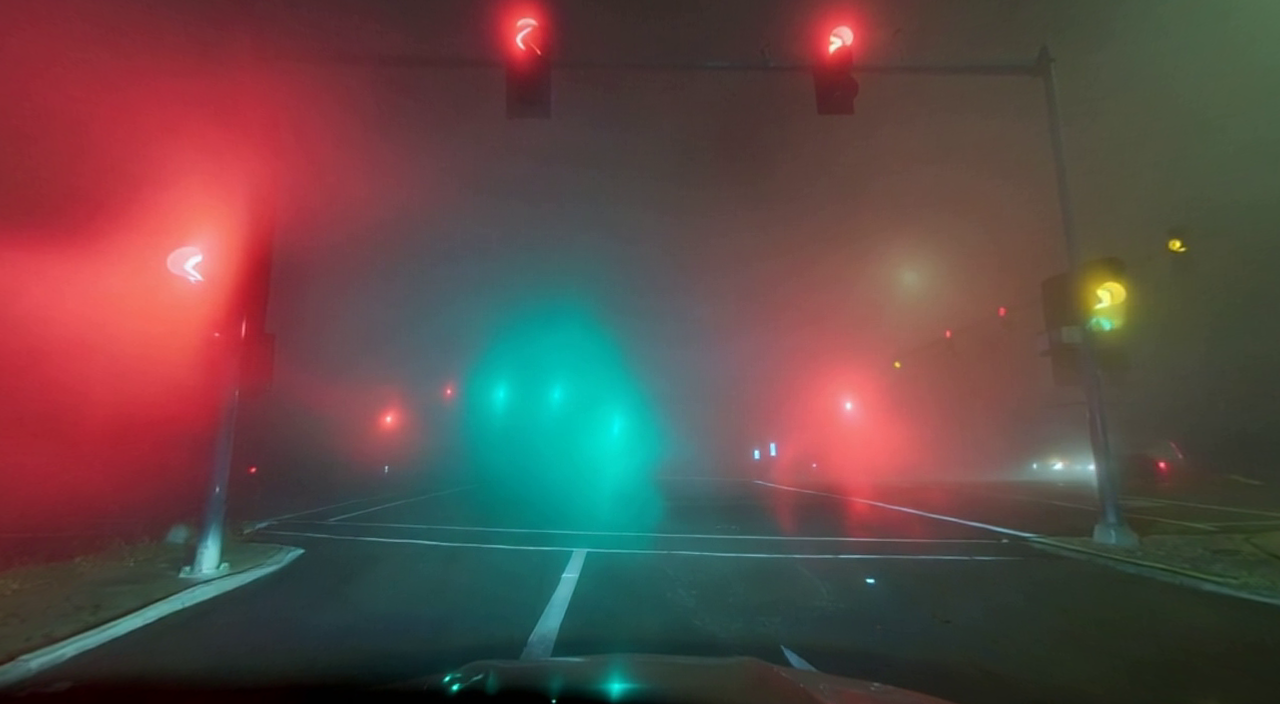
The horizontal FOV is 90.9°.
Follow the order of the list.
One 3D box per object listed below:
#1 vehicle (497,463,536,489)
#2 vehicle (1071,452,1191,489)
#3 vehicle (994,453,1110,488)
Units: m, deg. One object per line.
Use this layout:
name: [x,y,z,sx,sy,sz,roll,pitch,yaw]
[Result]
vehicle: [-9.050,9.104,46.399,2.045,1.608,3.709,0,-8,1]
vehicle: [22.679,5.458,29.163,3.998,1.590,1.936,1,-10,-6]
vehicle: [21.169,6.131,32.476,4.455,1.647,2.124,1,-12,-6]
